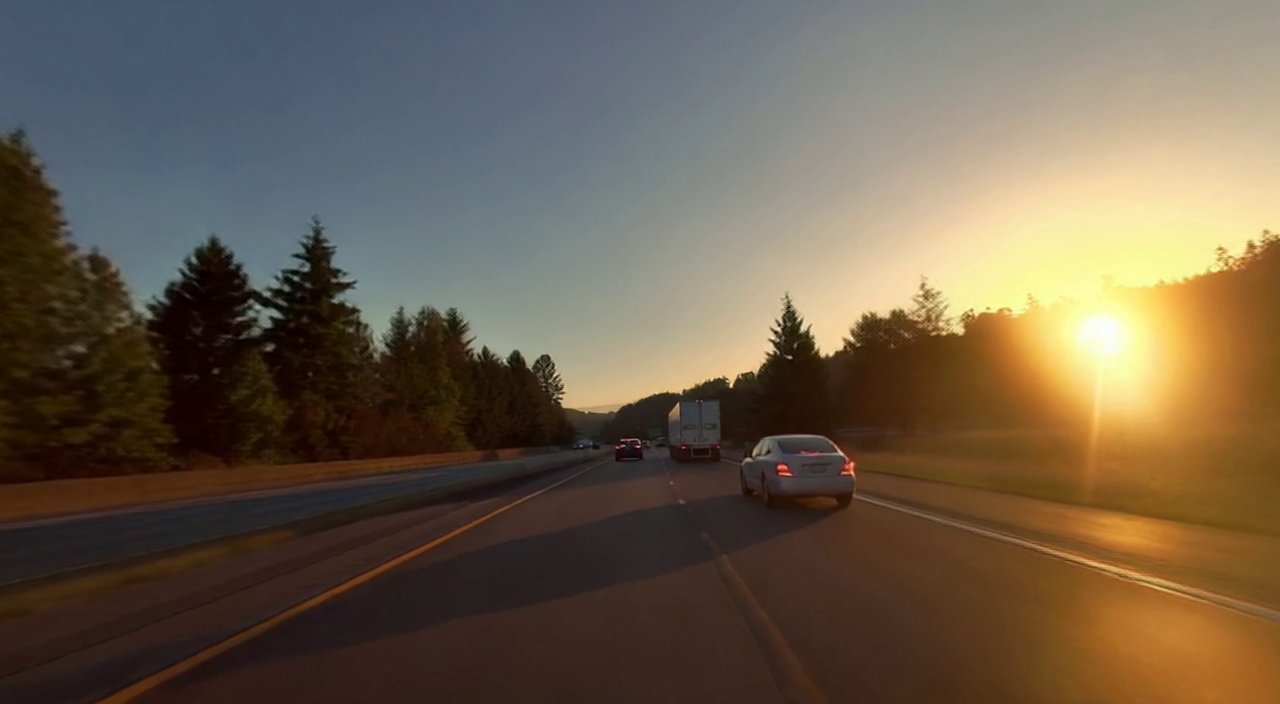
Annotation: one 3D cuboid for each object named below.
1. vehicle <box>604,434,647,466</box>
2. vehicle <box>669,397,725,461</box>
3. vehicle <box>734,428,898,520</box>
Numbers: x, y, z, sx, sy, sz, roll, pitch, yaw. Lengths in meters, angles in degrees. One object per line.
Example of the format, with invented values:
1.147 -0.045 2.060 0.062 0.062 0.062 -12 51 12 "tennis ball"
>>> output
-0.703 5.279 34.264 2.192 1.623 4.887 0 -8 1 "vehicle"
3.959 5.828 47.015 2.919 4.004 13.911 0 -8 0 "vehicle"
3.299 2.354 12.797 2.072 1.534 4.300 0 -8 0 "vehicle"
